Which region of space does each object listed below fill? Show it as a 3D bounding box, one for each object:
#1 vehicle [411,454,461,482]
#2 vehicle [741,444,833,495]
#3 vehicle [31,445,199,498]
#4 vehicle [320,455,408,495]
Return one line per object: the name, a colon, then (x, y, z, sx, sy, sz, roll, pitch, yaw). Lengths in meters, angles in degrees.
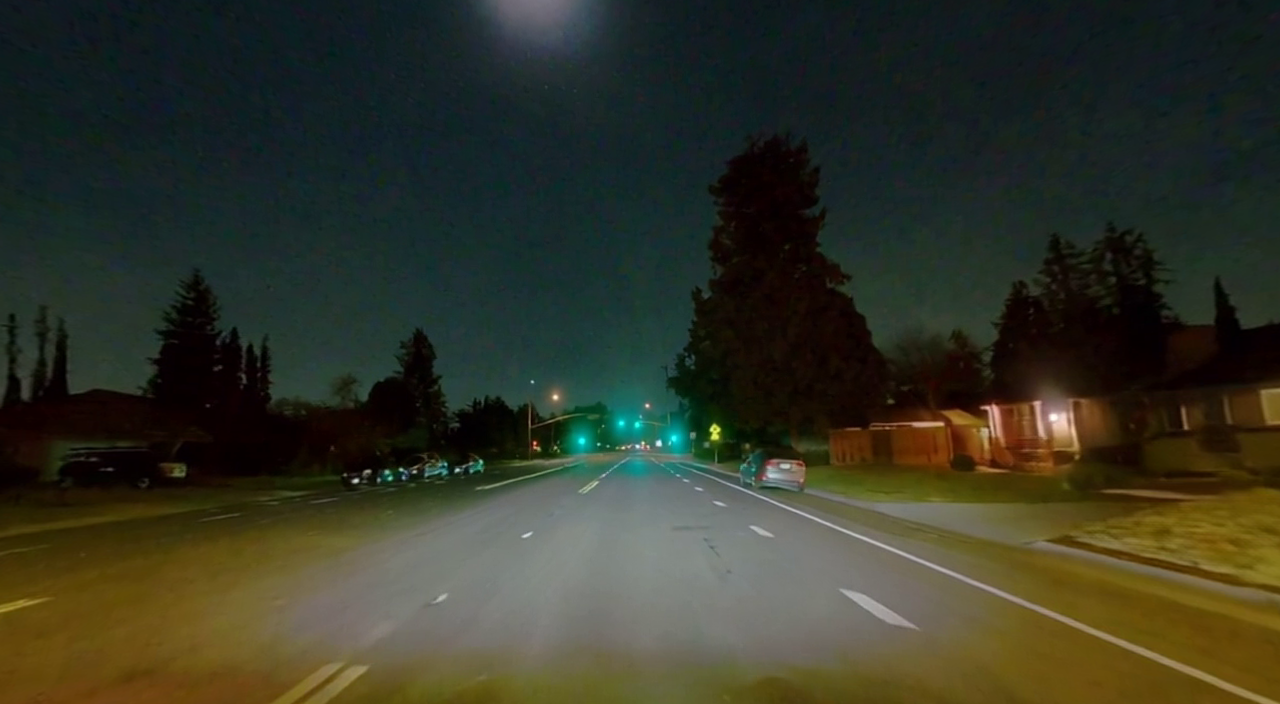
vehicle: (-12.660, 7.193, 39.478, 1.775, 1.516, 4.304, -3, -8, -1)
vehicle: (4.700, 3.815, 20.945, 1.925, 1.482, 4.746, 0, -8, 0)
vehicle: (-19.959, 4.514, 24.204, 4.461, 1.886, 2.072, 0, -8, -1)
vehicle: (-12.311, 5.495, 28.529, 1.940, 1.452, 4.485, -3, -9, 0)
